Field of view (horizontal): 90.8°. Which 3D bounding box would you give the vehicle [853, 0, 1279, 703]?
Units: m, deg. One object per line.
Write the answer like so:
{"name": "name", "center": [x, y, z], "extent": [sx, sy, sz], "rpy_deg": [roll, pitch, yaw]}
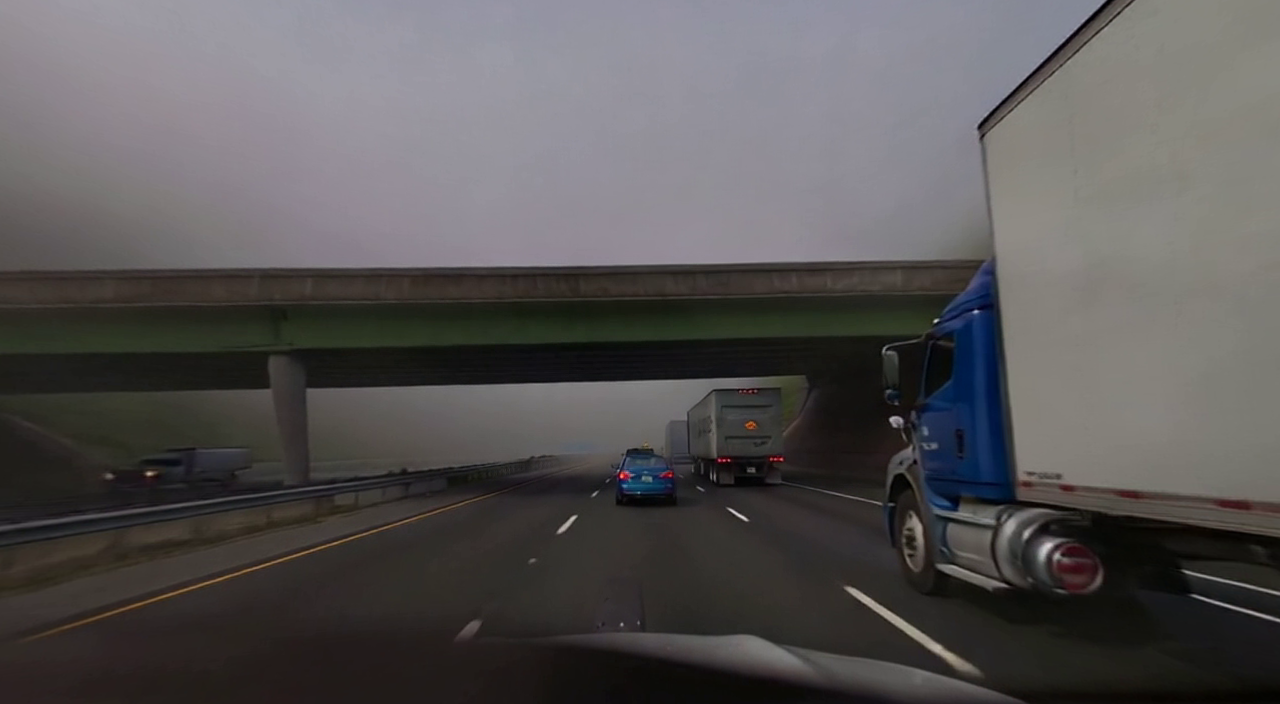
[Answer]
{"name": "vehicle", "center": [4.079, -0.187, 2.347], "extent": [2.884, 3.930, 10.206], "rpy_deg": [0, -9, 0]}

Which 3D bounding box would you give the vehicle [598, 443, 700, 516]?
{"name": "vehicle", "center": [0.178, 2.837, 14.506], "extent": [2.029, 1.437, 3.794], "rpy_deg": [0, -9, 0]}

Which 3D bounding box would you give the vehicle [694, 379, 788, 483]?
{"name": "vehicle", "center": [4.337, 3.764, 29.183], "extent": [2.801, 4.039, 8.684], "rpy_deg": [0, -9, -1]}
